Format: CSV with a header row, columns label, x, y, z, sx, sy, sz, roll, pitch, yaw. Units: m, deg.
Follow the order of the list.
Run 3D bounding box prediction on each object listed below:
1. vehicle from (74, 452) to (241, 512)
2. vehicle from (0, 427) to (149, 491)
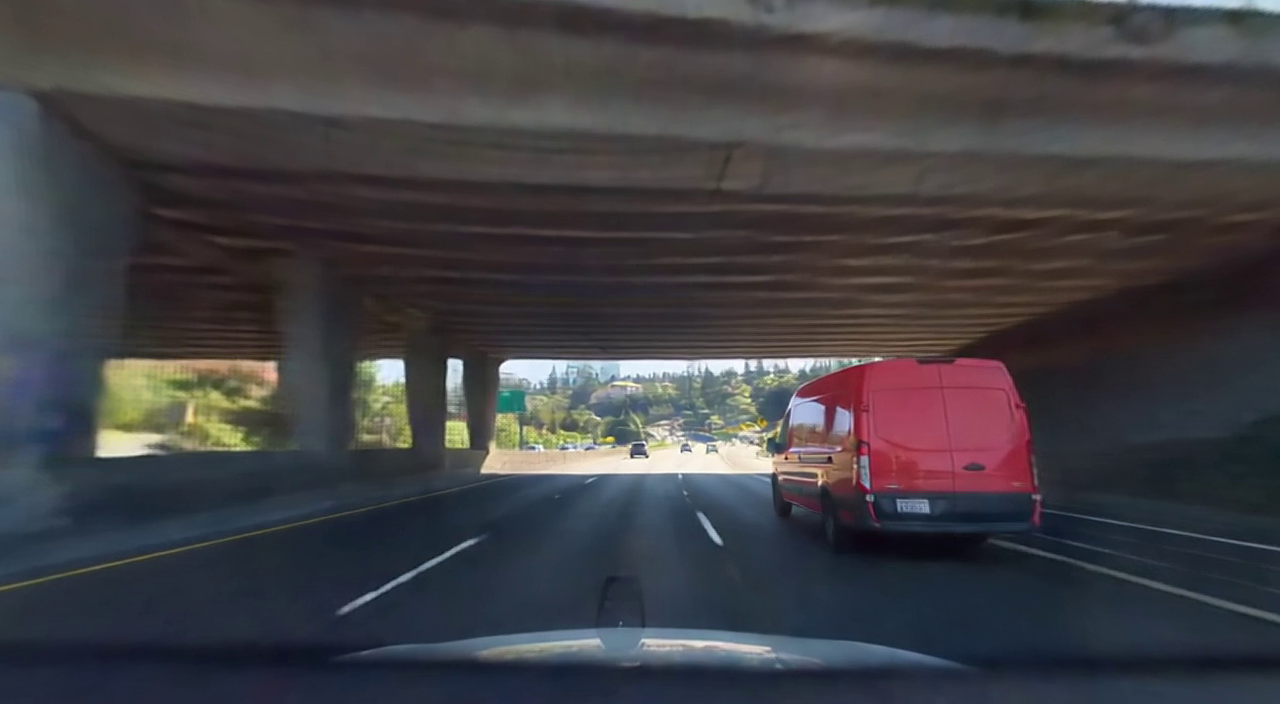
label,x,y,z,sx,sy,sz,roll,pitch,yaw
vehicle,-13.016,3.486,17.350,1.692,1.409,3.525,0,-9,2
vehicle,-25.511,4.711,28.080,2.510,2.525,5.441,-1,-9,7
